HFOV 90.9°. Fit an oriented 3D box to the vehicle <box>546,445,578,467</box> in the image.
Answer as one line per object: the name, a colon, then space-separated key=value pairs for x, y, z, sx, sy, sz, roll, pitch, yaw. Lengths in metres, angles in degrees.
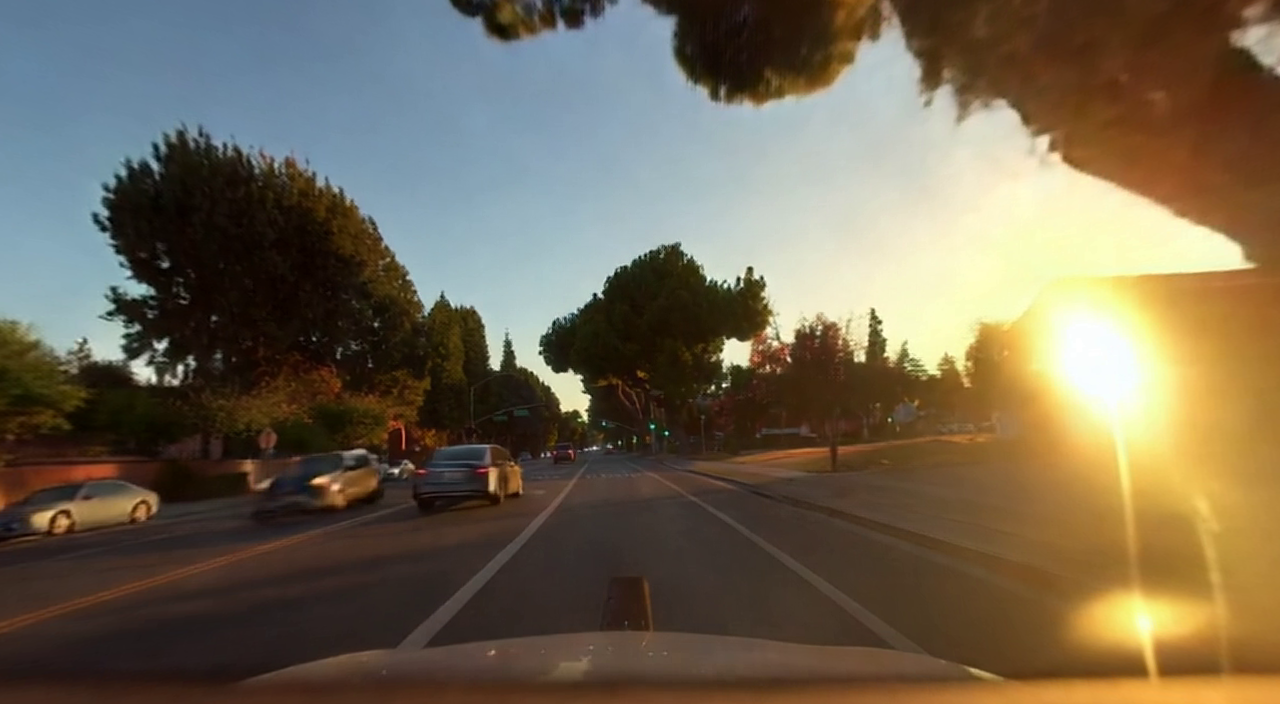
vehicle: x=-5.894 y=7.898 z=48.152 sx=2.060 sy=1.530 sz=4.121 roll=1 pitch=-8 yaw=-3

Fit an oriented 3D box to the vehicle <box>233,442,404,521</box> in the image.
vehicle: x=-7.771 y=3.122 z=15.858 sx=2.087 sy=1.689 sz=4.373 roll=0 pitch=-8 yaw=-2

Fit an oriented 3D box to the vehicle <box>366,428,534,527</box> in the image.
vehicle: x=-3.687 y=2.515 z=13.324 sx=2.084 sy=1.701 sz=4.734 roll=0 pitch=-8 yaw=0

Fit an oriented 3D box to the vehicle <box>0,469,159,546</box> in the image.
vehicle: x=-14.739 y=3.869 z=15.938 sx=1.845 sy=1.428 sz=4.597 roll=-5 pitch=-7 yaw=-4
